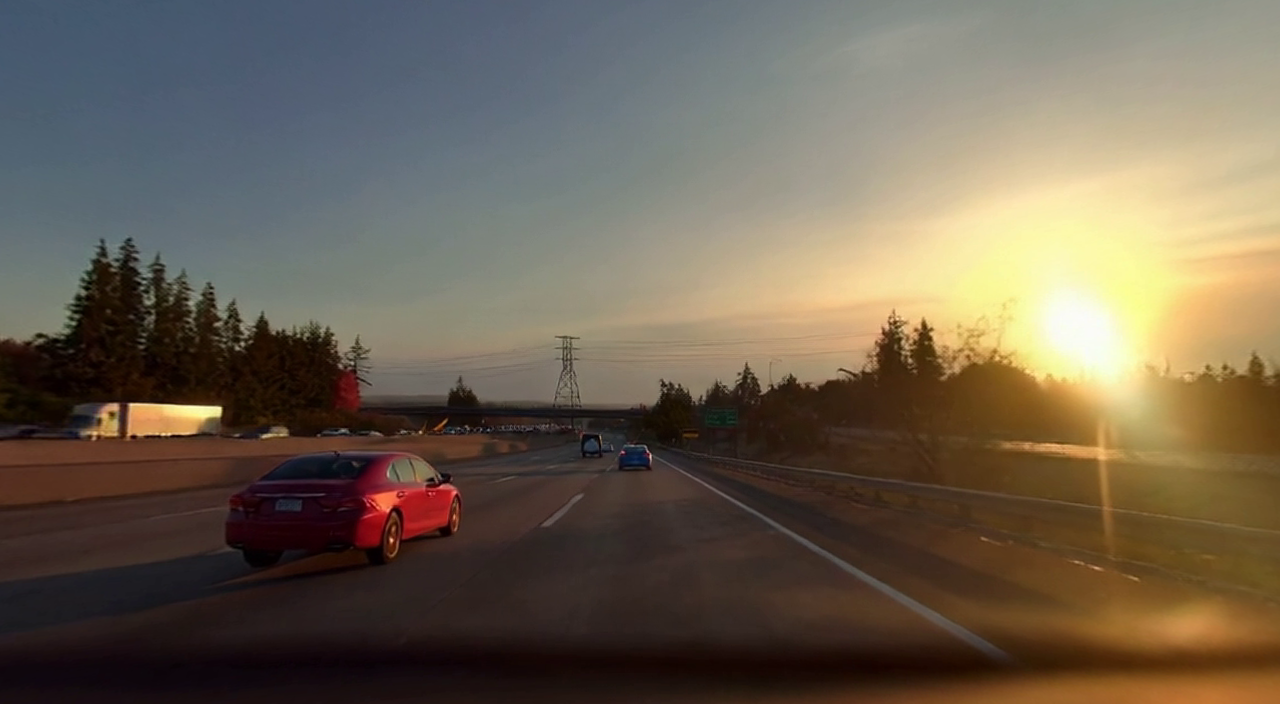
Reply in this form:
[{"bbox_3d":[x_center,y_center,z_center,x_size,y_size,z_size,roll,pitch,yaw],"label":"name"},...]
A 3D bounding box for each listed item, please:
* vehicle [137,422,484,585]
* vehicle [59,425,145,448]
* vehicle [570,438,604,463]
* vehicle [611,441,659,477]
[{"bbox_3d":[-3.674,1.763,8.252,2.035,1.514,4.600,0,-8,1],"label":"vehicle"},{"bbox_3d":[-38.037,6.021,44.594,1.823,1.516,4.960,0,-8,-2],"label":"vehicle"},{"bbox_3d":[-3.918,7.300,46.656,2.174,1.806,3.932,0,-8,0],"label":"vehicle"},{"bbox_3d":[-0.233,4.672,27.707,1.954,1.460,3.983,0,-8,-1],"label":"vehicle"}]
